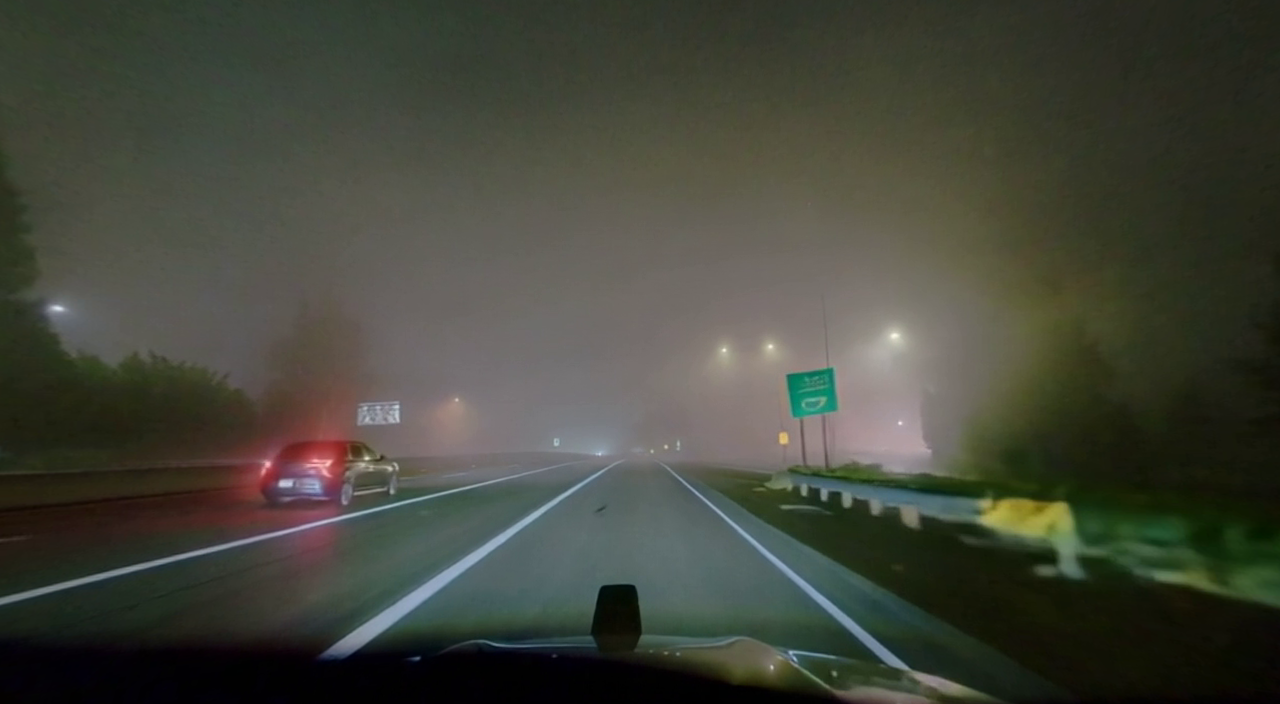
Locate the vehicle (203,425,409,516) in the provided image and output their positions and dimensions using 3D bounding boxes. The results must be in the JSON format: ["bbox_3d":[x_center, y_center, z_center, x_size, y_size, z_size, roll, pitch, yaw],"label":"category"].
[{"bbox_3d":[-7.572,2.729,15.064,2.231,1.807,4.758,0,-8,1],"label":"vehicle"}]
